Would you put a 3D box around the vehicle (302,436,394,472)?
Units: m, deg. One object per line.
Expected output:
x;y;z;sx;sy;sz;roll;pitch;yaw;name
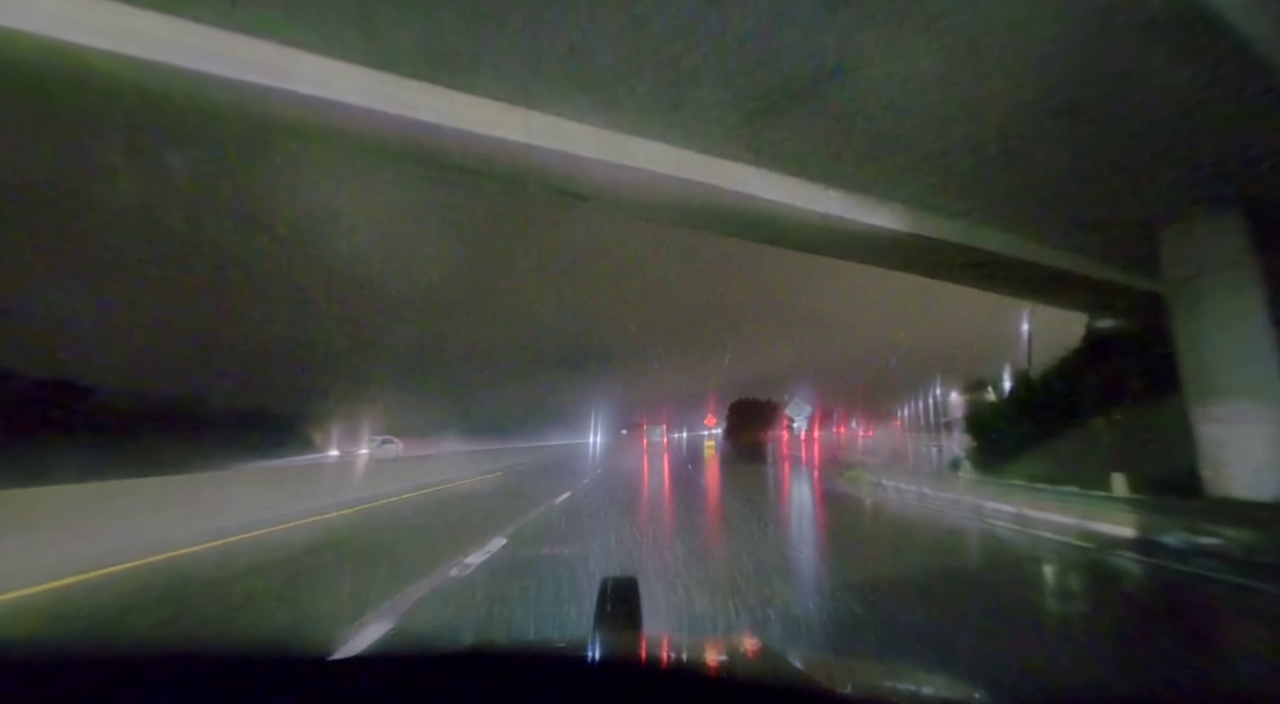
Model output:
-12.823;4.474;27.942;1.910;1.479;4.408;0;-8;0;vehicle
